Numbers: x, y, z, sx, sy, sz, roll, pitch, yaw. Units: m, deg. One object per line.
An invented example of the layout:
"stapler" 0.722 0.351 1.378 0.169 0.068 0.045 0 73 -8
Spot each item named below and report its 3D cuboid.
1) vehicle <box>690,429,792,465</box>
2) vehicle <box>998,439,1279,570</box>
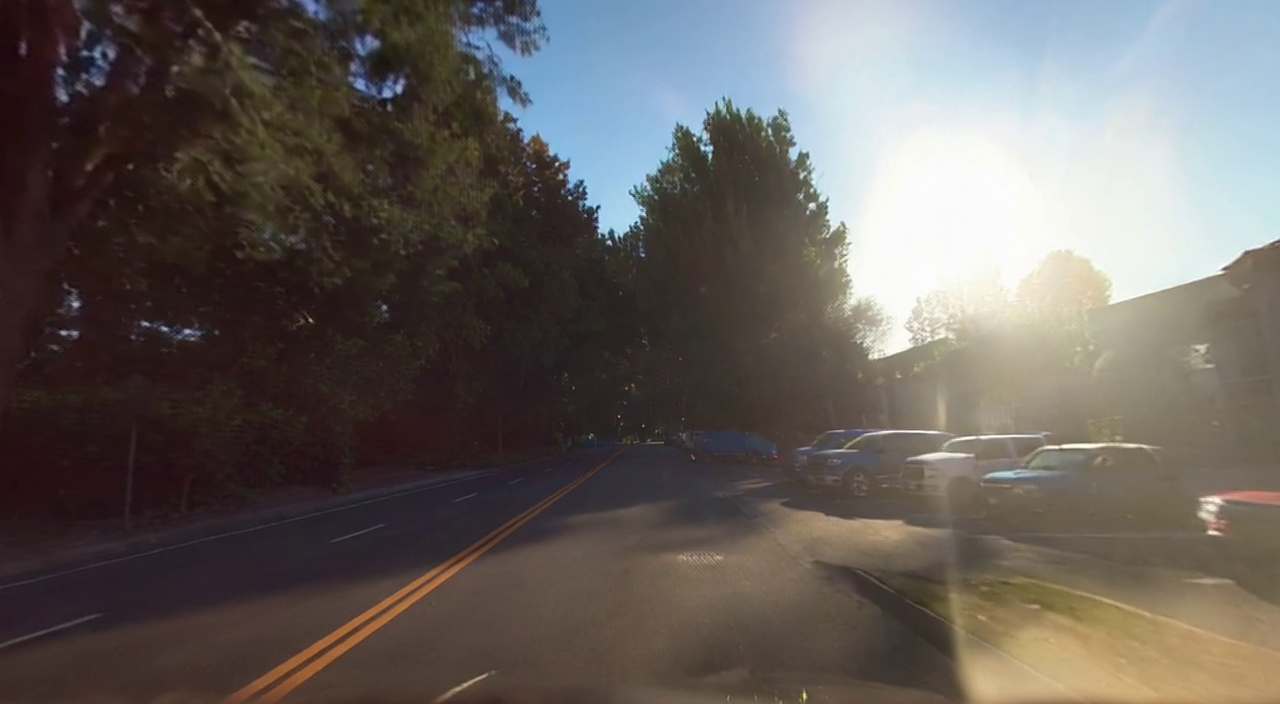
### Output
"vehicle" 6.098 5.850 38.874 5.797 2.070 2.502 0 -8 -1
"vehicle" 7.271 1.896 8.300 3.930 1.475 1.933 0 -8 -1
